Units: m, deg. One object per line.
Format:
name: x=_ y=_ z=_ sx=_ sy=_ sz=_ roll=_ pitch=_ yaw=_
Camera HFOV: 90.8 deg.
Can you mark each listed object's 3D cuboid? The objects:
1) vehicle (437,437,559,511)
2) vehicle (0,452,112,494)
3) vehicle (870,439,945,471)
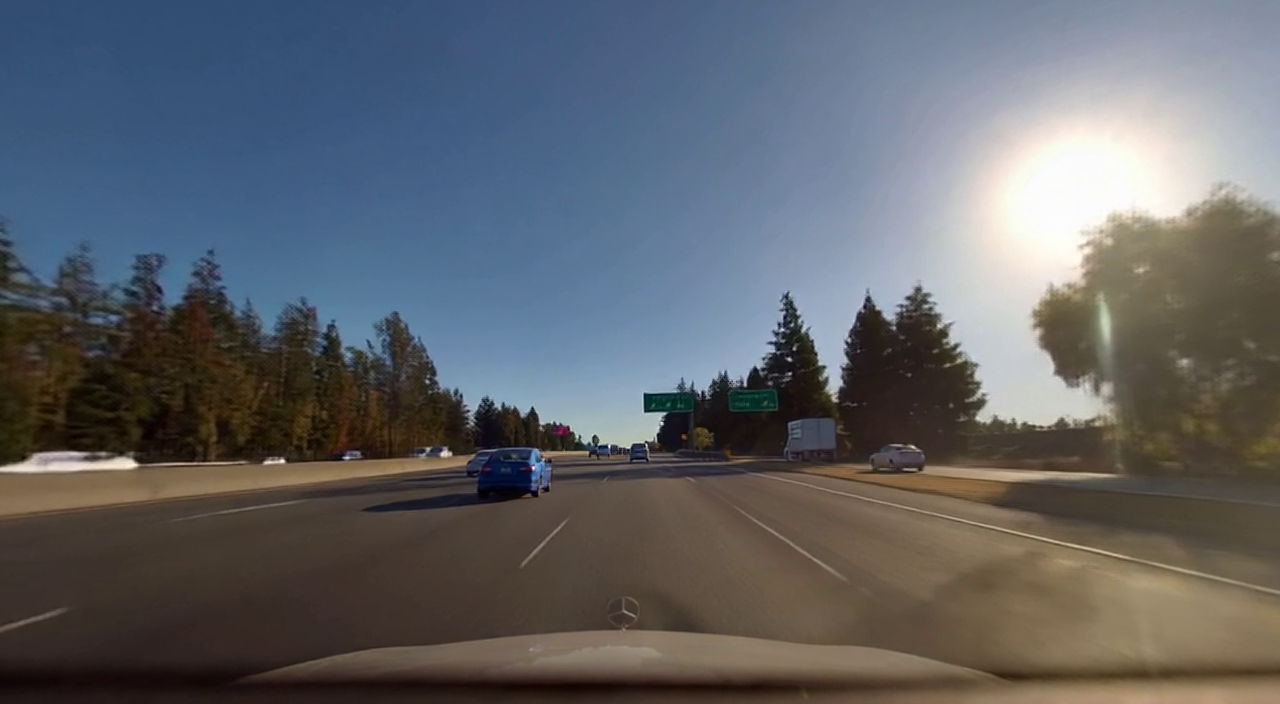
vehicle: x=-3.276 y=2.916 z=15.514 sx=2.020 sy=1.554 sz=4.137 roll=0 pitch=-9 yaw=0
vehicle: x=-24.722 y=4.924 z=26.045 sx=1.895 sy=1.549 sz=4.569 roll=0 pitch=-9 yaw=0
vehicle: x=15.309 y=5.915 z=36.468 sx=2.081 sy=1.707 sz=4.756 roll=0 pitch=-9 yaw=-2
